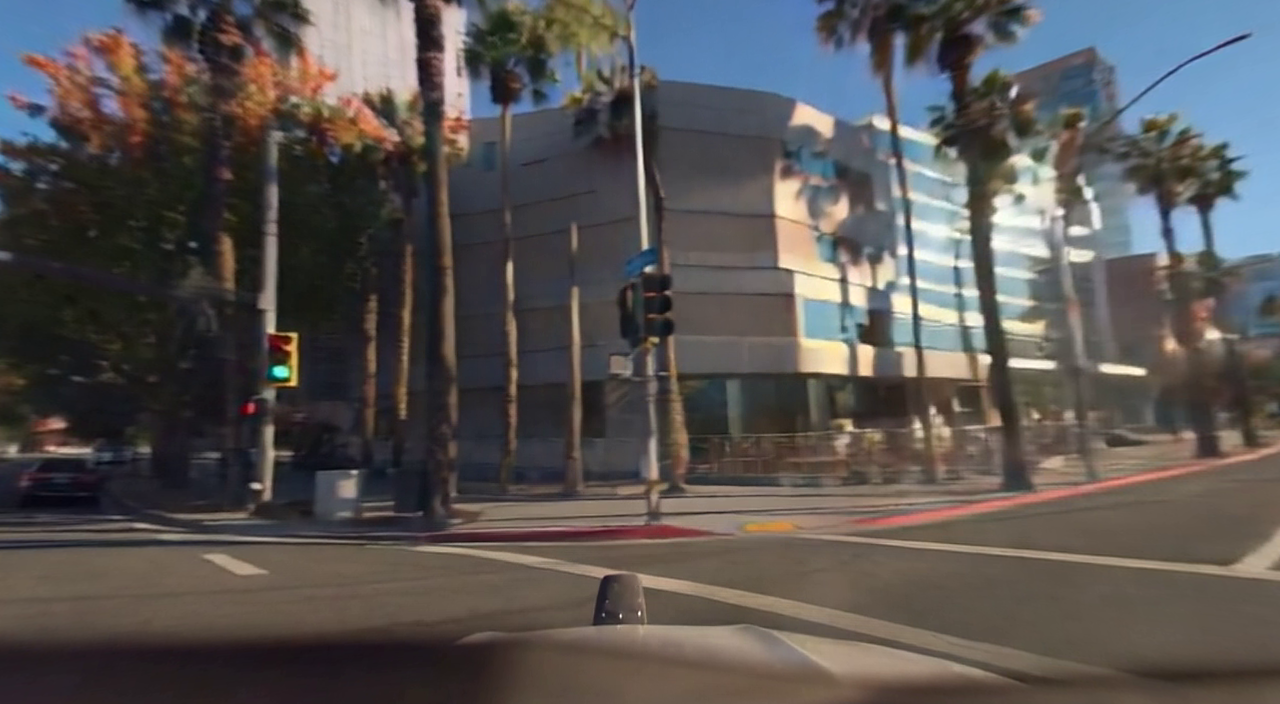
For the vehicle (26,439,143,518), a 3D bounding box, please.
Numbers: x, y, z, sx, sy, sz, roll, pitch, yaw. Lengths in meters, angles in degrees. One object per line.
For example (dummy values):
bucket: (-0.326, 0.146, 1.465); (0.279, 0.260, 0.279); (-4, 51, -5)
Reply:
vehicle: (-15.342, 3.424, 17.712); (2.006, 1.867, 4.651); (6, -10, -37)
